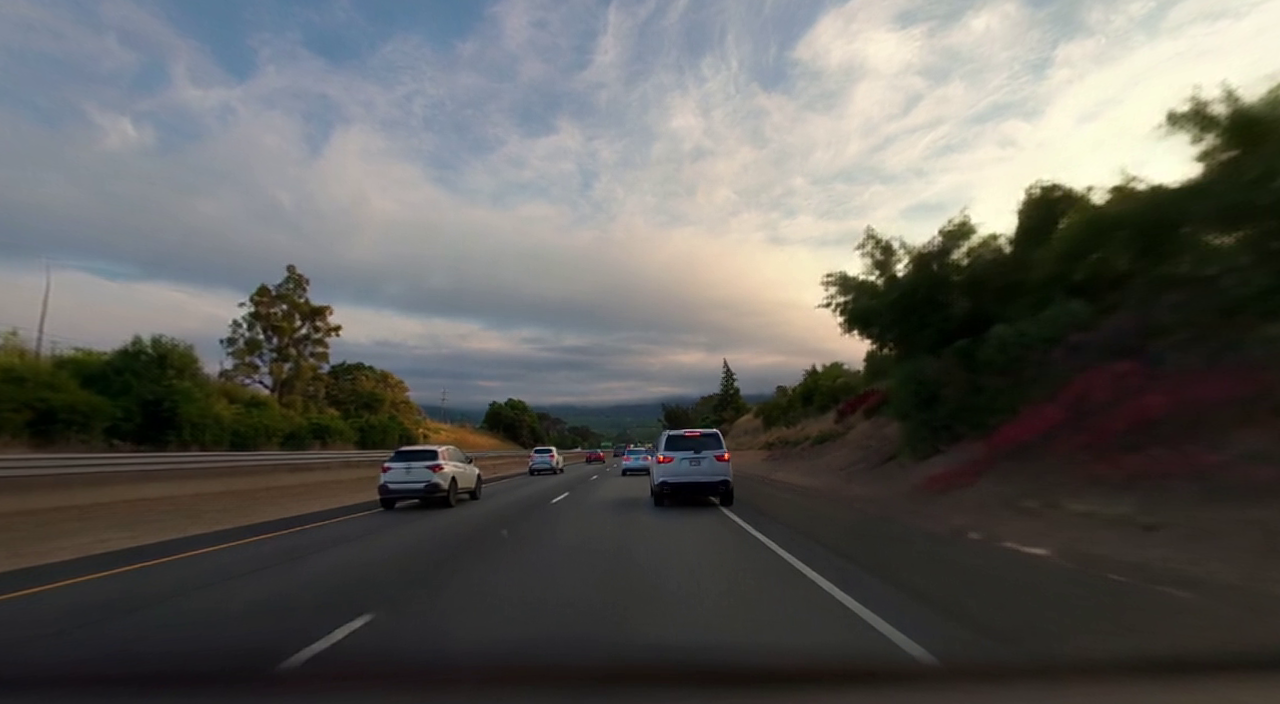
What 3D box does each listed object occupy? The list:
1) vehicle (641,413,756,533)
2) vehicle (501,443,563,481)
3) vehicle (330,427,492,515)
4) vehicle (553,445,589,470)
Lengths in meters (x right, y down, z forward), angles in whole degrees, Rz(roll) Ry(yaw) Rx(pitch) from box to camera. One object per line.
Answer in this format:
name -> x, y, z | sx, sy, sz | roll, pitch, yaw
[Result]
vehicle -> 0.942, 2.254, 12.220 | 1.825, 1.920, 3.960 | 0, -9, 0
vehicle -> -4.518, 4.665, 26.935 | 1.867, 1.489, 3.829 | 0, -9, 1
vehicle -> -4.840, 2.584, 14.087 | 1.934, 1.642, 4.201 | 0, -9, 1
vehicle -> -4.523, 6.988, 42.001 | 1.855, 1.527, 4.209 | 0, -9, 1
